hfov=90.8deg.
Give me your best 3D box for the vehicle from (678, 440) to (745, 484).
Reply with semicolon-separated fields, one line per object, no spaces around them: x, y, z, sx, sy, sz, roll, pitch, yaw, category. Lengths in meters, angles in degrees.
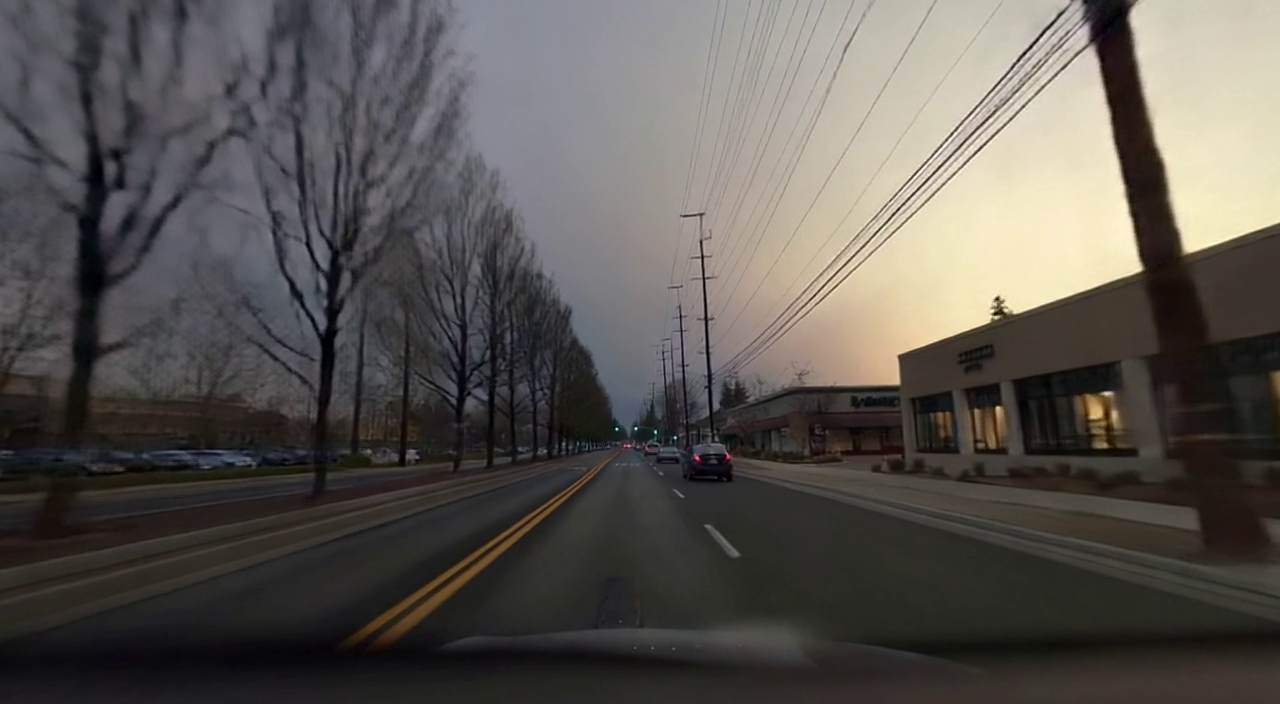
2.555;4.066;23.532;1.975;1.497;3.647;0;-9;-1;vehicle
